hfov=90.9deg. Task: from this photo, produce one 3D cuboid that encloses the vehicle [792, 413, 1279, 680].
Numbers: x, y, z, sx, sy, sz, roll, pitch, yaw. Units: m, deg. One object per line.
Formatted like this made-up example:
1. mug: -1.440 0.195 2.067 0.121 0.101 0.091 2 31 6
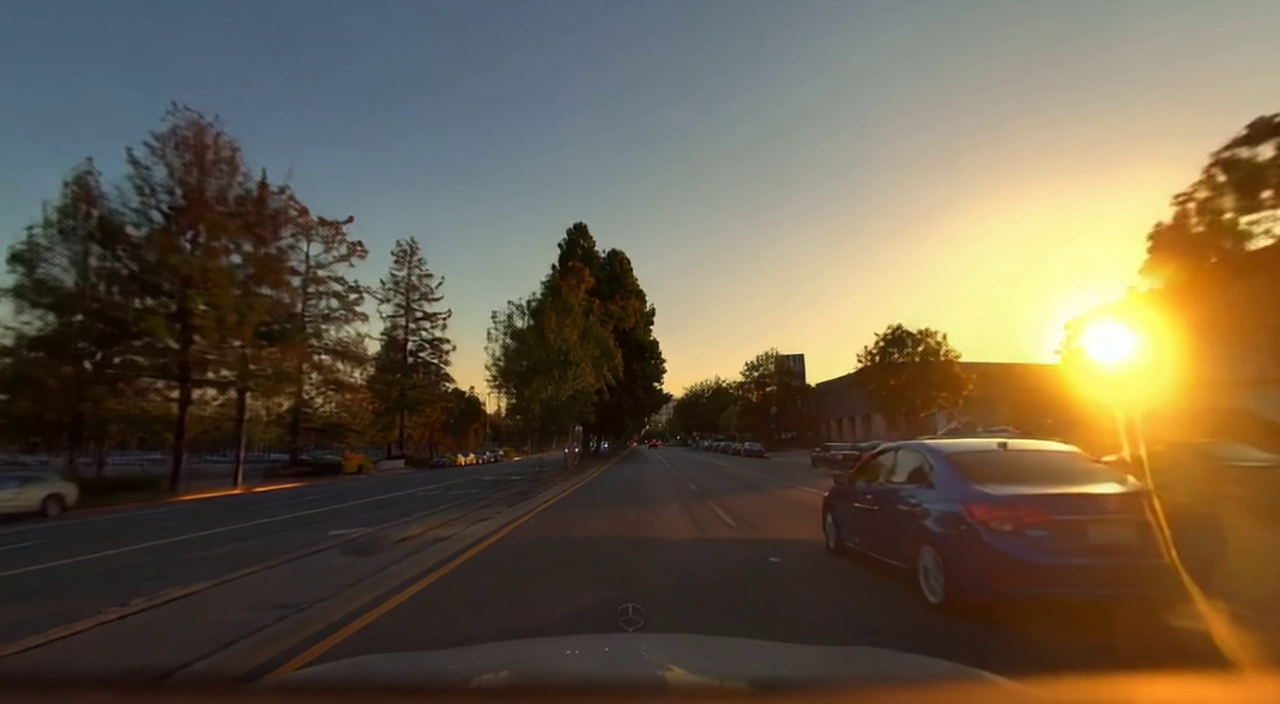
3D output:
1. vehicle: 3.042 1.397 5.761 2.141 1.443 4.499 0 -8 0
